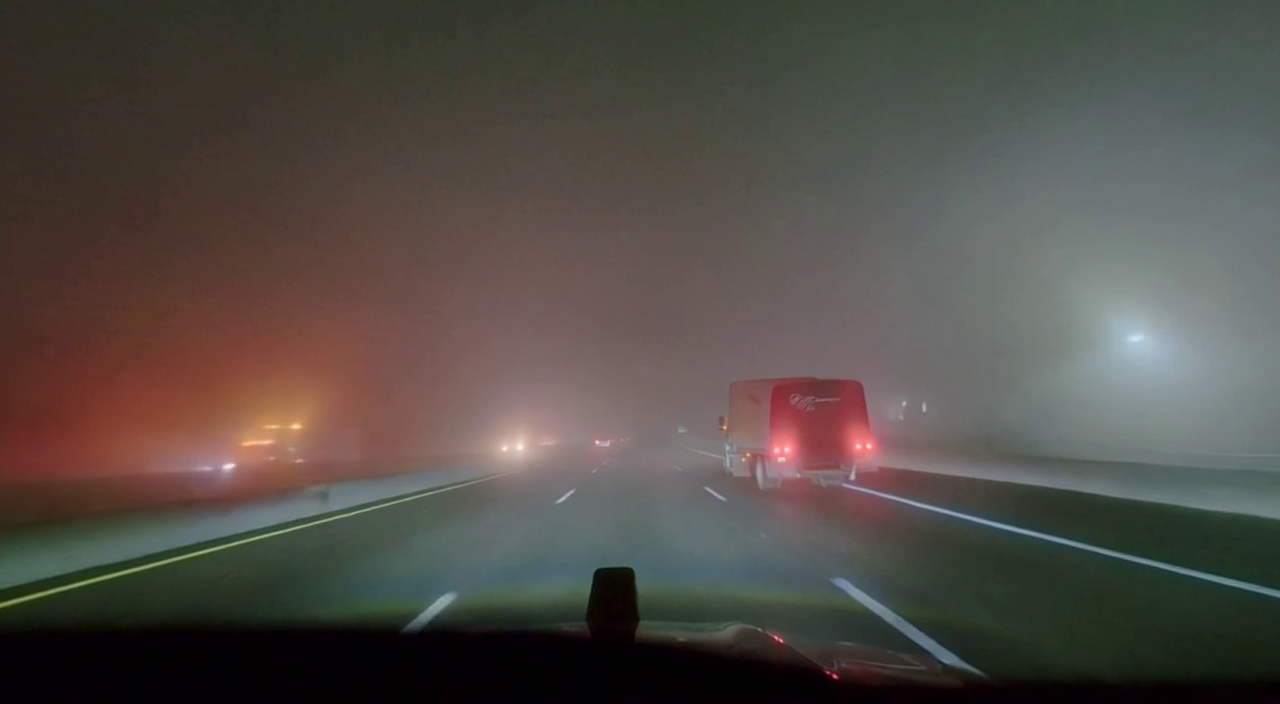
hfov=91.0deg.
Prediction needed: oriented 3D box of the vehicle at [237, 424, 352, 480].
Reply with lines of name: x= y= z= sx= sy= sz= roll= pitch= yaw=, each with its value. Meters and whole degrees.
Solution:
vehicle: x=-20.275 y=5.890 z=37.553 sx=2.645 sy=2.971 sz=7.289 roll=-1 pitch=-8 yaw=0

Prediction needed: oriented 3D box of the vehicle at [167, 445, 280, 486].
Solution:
vehicle: x=-20.004 y=5.418 z=30.548 sx=2.098 sy=1.777 sz=4.982 roll=-1 pitch=-8 yaw=0
